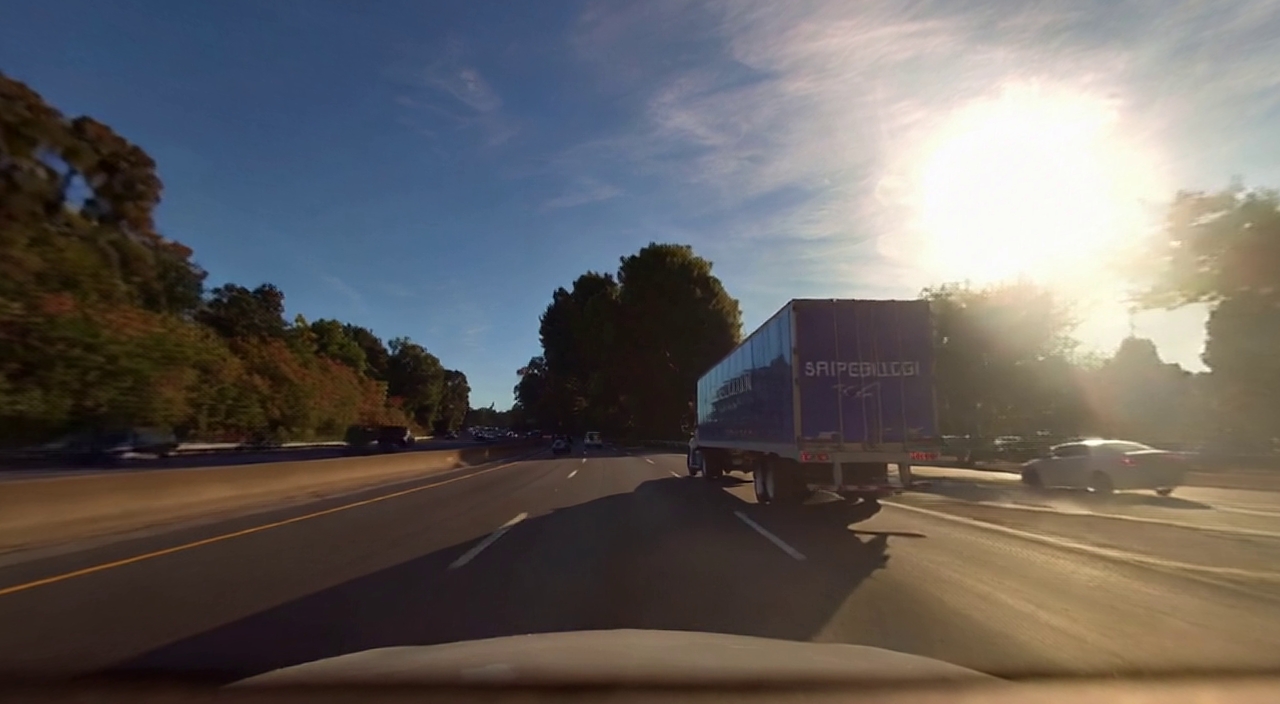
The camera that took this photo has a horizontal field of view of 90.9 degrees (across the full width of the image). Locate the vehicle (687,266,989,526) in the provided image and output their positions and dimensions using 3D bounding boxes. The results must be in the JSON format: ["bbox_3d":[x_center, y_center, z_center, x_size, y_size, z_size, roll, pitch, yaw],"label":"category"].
[{"bbox_3d":[3.584,1.620,16.917,2.910,4.051,14.278,0,-8,-2],"label":"vehicle"}]

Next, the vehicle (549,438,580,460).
[{"bbox_3d":[-5.578,7.224,47.036,2.030,1.547,3.862,1,-8,-3],"label":"vehicle"}]

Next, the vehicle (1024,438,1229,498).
[{"bbox_3d":[15.320,3.627,20.257,1.975,1.655,4.814,3,-8,-18],"label":"vehicle"}]

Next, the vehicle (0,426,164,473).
[{"bbox_3d":[-19.344,3.374,22.035,1.824,1.479,4.672,0,-8,-2],"label":"vehicle"}]

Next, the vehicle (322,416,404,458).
[{"bbox_3d":[-16.229,5.032,37.342,2.371,2.268,5.885,0,-8,-3],"label":"vehicle"}]
